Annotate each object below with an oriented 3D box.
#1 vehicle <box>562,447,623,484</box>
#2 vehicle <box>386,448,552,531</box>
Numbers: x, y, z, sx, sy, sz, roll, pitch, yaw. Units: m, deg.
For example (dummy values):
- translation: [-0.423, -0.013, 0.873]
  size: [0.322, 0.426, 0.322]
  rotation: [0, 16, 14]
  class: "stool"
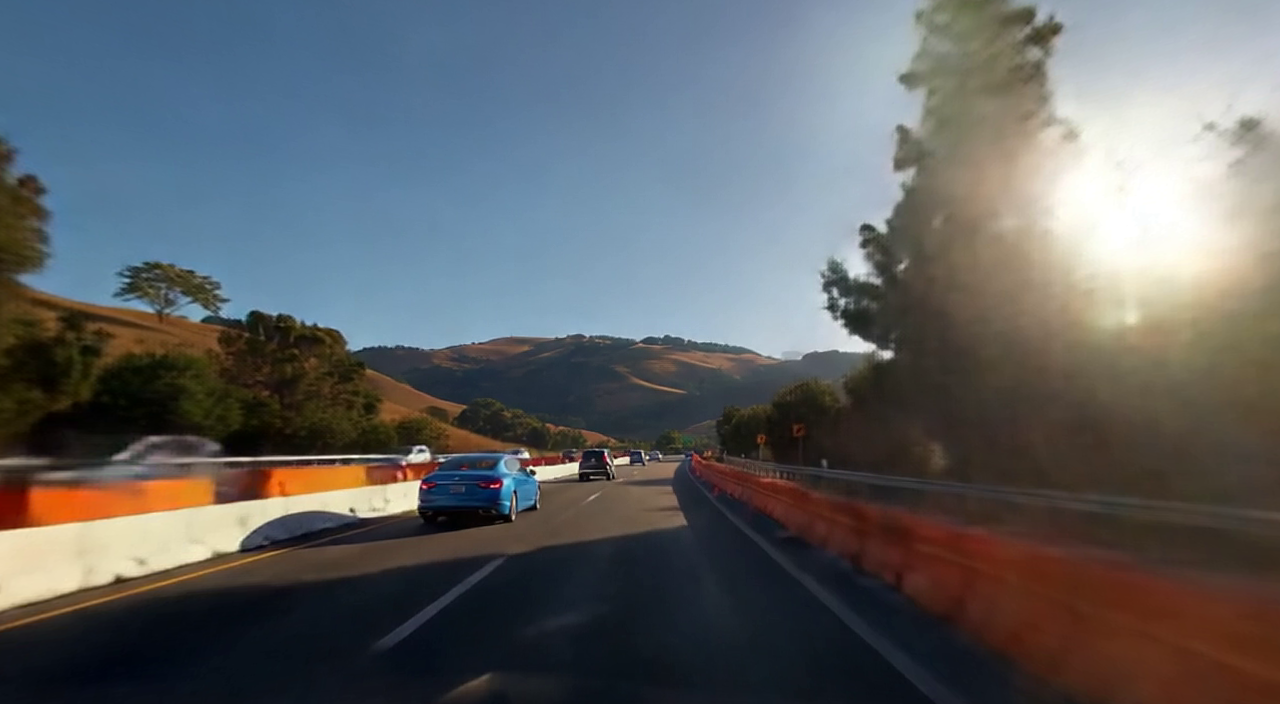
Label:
- translation: [-1.961, 4.875, 27.305]
  size: [2.094, 1.480, 4.124]
  rotation: [-1, -9, 3]
  class: "vehicle"
- translation: [-3.088, 2.571, 12.348]
  size: [2.061, 1.330, 3.928]
  rotation: [0, -9, 1]
  class: "vehicle"
